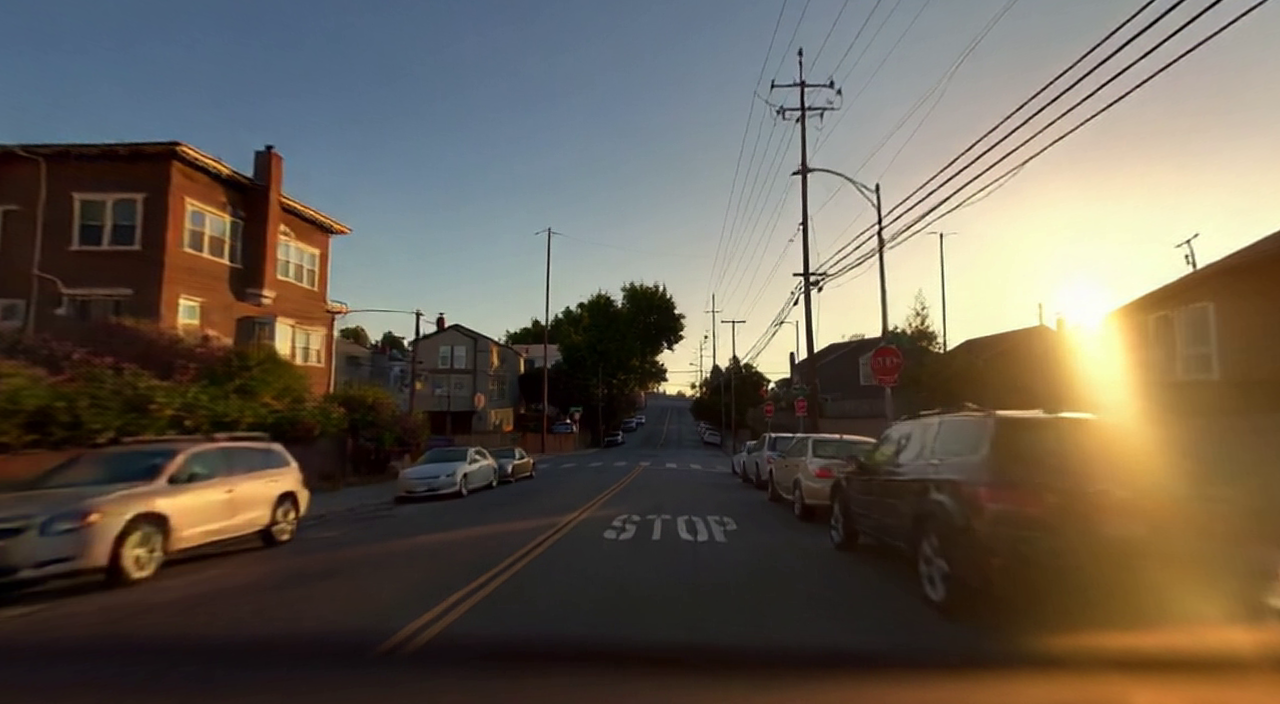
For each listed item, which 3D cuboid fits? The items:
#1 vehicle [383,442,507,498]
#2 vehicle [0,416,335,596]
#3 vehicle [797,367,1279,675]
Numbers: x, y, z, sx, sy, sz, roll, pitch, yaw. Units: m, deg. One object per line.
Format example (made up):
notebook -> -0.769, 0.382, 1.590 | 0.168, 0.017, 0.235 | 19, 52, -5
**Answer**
vehicle -> -5.548, 3.395, 18.676 | 2.098, 1.454, 4.449 | 0, -8, 2
vehicle -> -6.197, 1.834, 8.454 | 1.917, 1.759, 4.226 | -1, -8, 3
vehicle -> 3.324, 1.370, 6.398 | 2.337, 1.838, 5.029 | 0, -8, 2
